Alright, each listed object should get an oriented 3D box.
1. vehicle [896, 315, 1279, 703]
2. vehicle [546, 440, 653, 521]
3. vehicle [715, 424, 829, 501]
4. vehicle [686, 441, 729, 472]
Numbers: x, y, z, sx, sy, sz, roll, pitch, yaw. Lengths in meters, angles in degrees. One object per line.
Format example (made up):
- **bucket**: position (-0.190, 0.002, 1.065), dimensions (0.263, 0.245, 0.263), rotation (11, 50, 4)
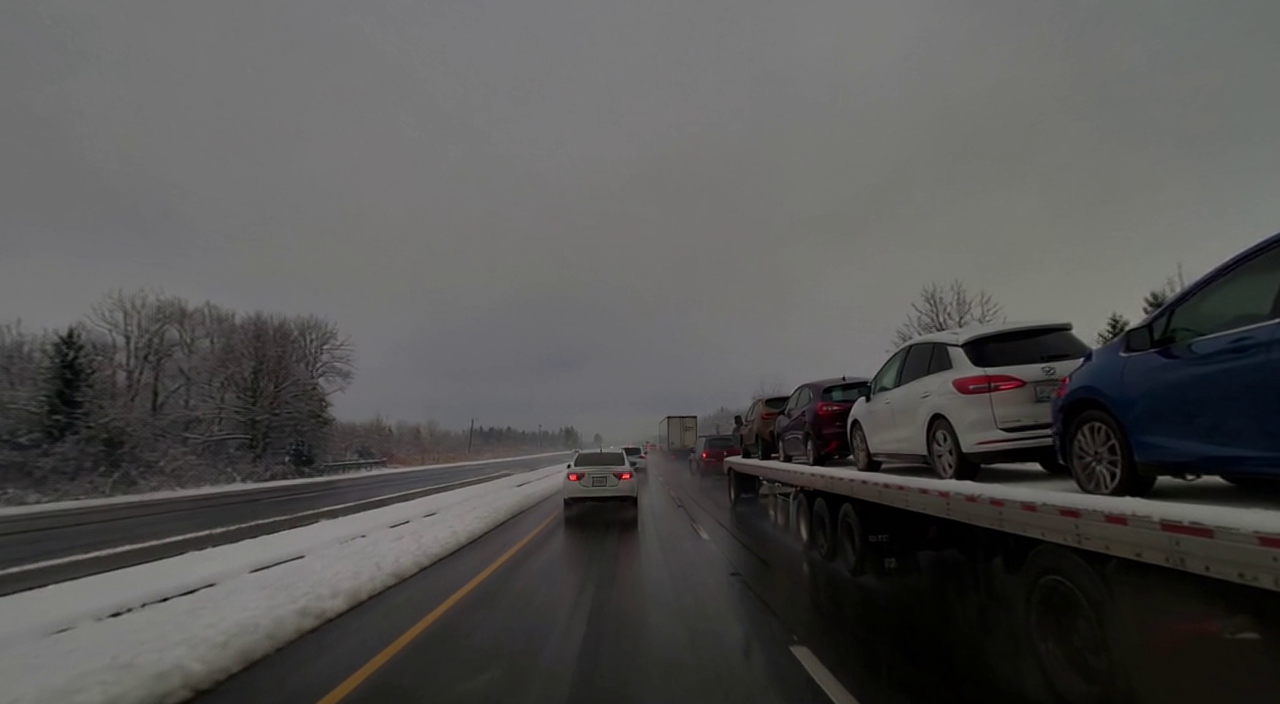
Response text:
- **vehicle**: position (3.457, 0.963, 3.751), dimensions (1.959, 1.783, 4.407), rotation (0, -9, 0)
- **vehicle**: position (-0.738, 2.684, 13.588), dimensions (1.991, 1.466, 3.675), rotation (0, -9, 0)
- **vehicle**: position (3.534, 3.078, 17.749), dimensions (2.303, 1.889, 3.920), rotation (0, -9, -1)
- **vehicle**: position (3.795, 5.996, 36.187), dimensions (1.938, 1.660, 4.223), rotation (0, -9, -1)
